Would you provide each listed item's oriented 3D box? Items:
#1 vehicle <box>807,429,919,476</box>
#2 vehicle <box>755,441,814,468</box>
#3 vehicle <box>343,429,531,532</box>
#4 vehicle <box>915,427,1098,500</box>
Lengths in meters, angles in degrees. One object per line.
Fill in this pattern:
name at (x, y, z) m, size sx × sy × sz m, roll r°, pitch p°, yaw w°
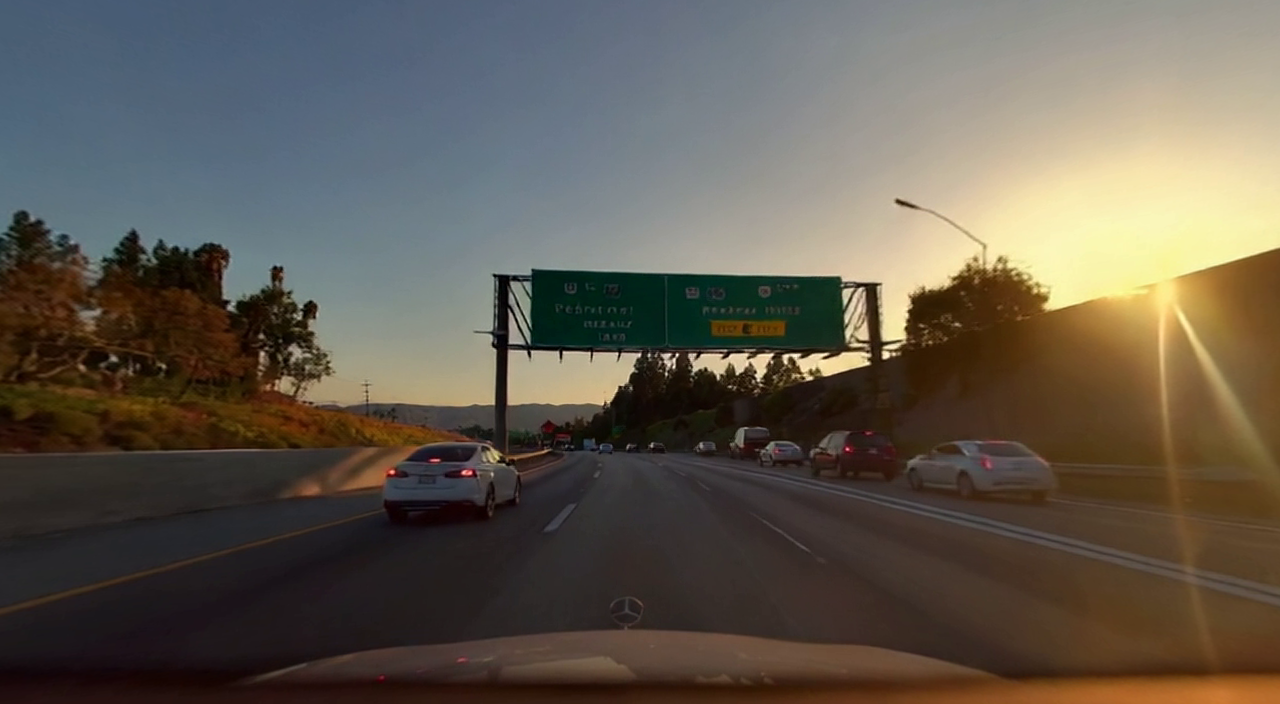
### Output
vehicle at (8.587, 3.942, 25.001) m, size 2.345 × 1.637 × 5.558 m, roll 0°, pitch -8°, yaw -1°
vehicle at (8.459, 6.042, 37.428) m, size 2.052 × 1.468 × 5.333 m, roll 0°, pitch -8°, yaw -2°
vehicle at (-3.464, 2.275, 11.755) m, size 2.109 × 1.536 × 4.174 m, roll 0°, pitch -8°, yaw 0°
vehicle at (8.992, 2.765, 16.021) m, size 1.957 × 1.584 × 4.272 m, roll 0°, pitch -8°, yaw -2°
